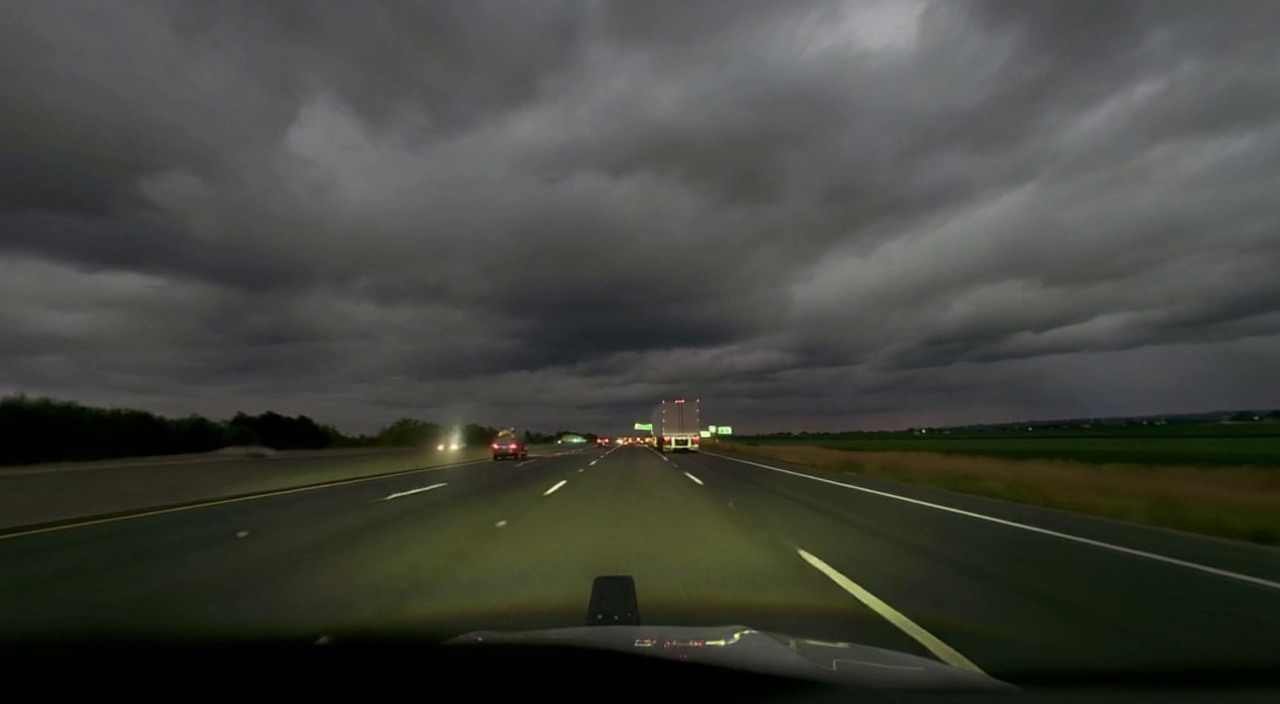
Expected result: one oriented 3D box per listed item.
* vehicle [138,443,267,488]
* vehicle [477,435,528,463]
[{"bbox_3d":[-15.672,4.053,22.868,1.966,1.429,3.890,0,-8,-2],"label":"vehicle"},{"bbox_3d":[-7.757,5.498,35.968,2.018,1.454,4.290,0,-8,-1],"label":"vehicle"}]
